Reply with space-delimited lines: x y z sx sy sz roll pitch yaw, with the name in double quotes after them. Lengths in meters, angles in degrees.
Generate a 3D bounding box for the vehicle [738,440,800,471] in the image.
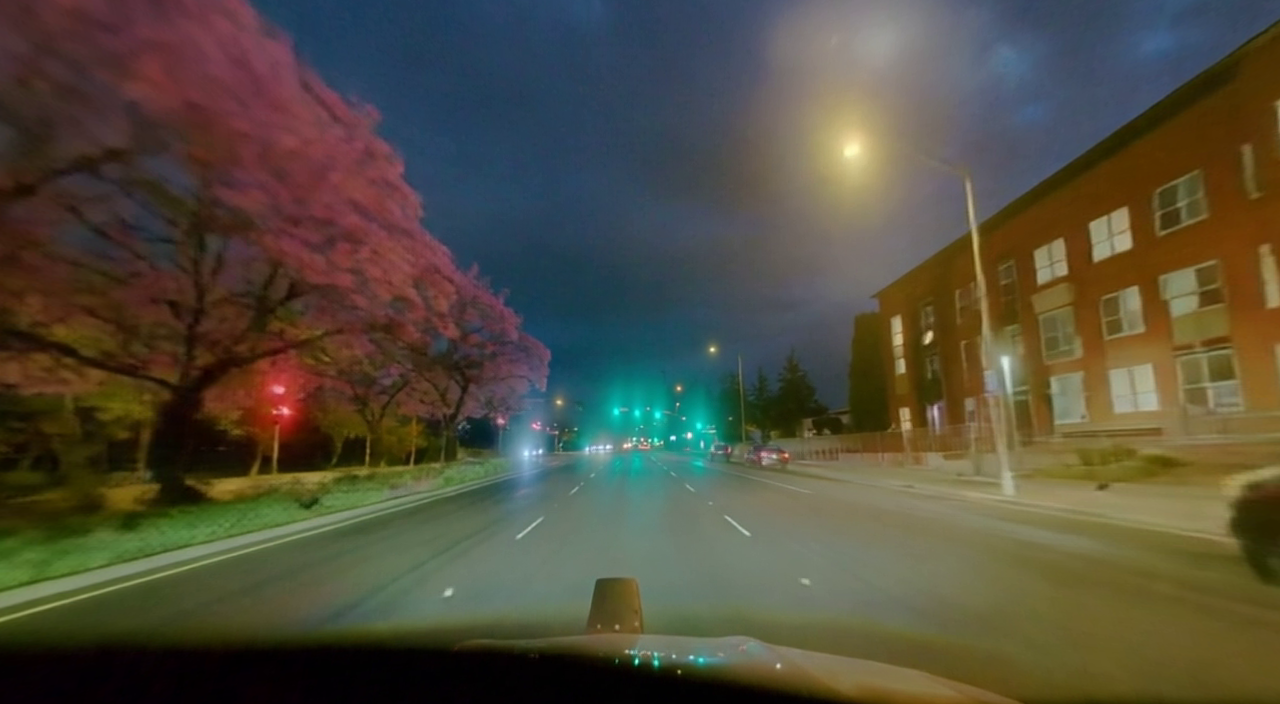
6.500 5.279 32.385 1.891 1.456 4.909 0 -8 -3 "vehicle"

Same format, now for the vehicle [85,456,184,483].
-34.970 8.104 43.891 1.985 1.691 5.024 -3 -9 16 "vehicle"
